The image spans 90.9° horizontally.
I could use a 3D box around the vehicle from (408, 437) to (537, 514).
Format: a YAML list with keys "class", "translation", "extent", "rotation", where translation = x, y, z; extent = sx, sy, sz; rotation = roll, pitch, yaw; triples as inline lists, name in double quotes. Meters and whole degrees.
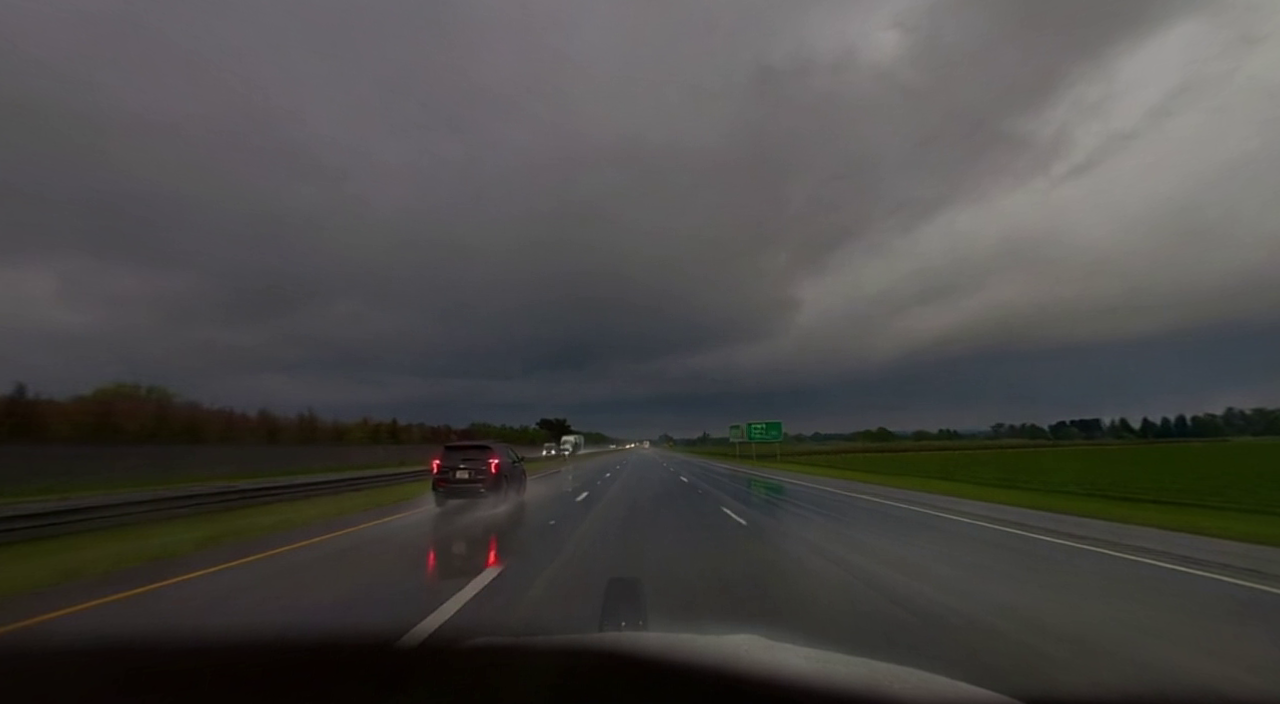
- class: "vehicle"
  translation: [-3.659, 2.764, 14.549]
  extent: [1.815, 1.500, 4.036]
  rotation: [0, -9, 0]
